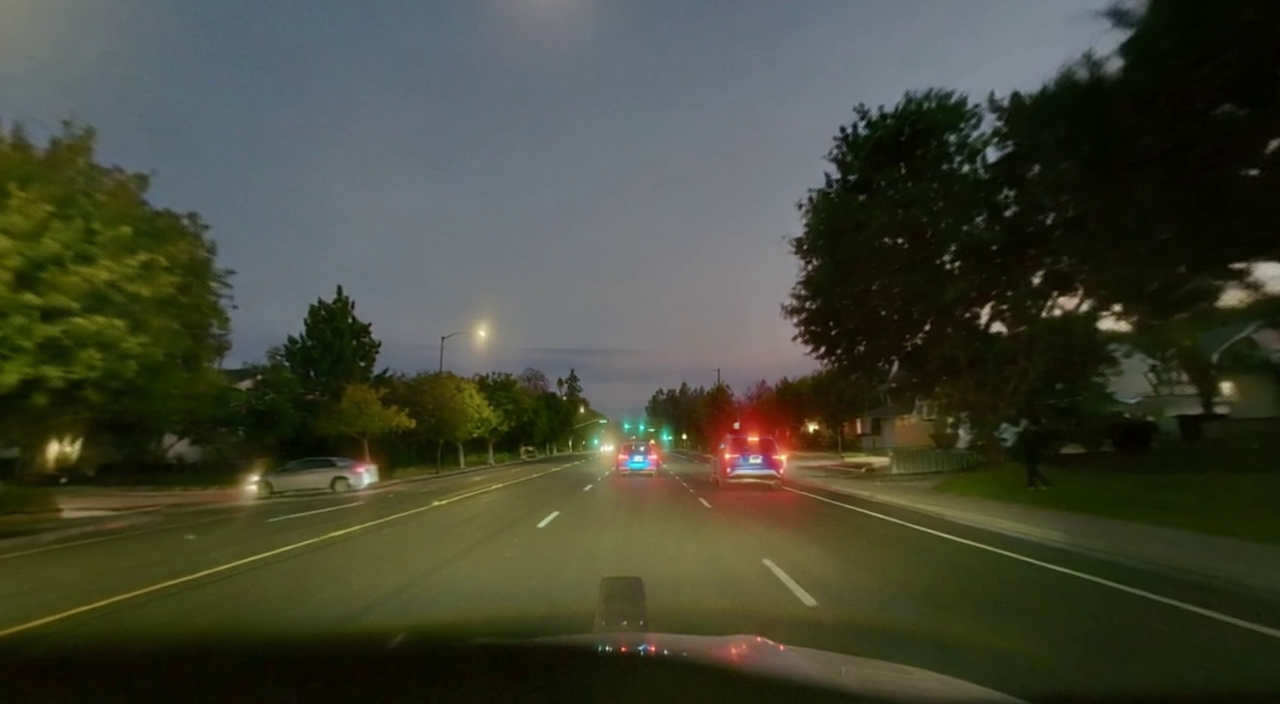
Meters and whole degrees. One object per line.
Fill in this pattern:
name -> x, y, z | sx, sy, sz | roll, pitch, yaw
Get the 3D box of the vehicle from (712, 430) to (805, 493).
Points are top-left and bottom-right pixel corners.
vehicle -> 3.534, 3.379, 19.760 | 2.024, 1.711, 4.512 | 0, -8, 0

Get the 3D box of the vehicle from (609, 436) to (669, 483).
vehicle -> -0.033, 4.203, 24.952 | 2.200, 1.653, 4.127 | 0, -8, 0

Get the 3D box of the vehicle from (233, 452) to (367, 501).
vehicle -> -13.383, 4.906, 24.979 | 4.296, 1.611, 1.942 | -4, -9, 5

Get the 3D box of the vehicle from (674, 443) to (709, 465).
vehicle -> 3.570, 7.162, 44.320 | 2.099, 1.463, 4.130 | 0, -8, -1
